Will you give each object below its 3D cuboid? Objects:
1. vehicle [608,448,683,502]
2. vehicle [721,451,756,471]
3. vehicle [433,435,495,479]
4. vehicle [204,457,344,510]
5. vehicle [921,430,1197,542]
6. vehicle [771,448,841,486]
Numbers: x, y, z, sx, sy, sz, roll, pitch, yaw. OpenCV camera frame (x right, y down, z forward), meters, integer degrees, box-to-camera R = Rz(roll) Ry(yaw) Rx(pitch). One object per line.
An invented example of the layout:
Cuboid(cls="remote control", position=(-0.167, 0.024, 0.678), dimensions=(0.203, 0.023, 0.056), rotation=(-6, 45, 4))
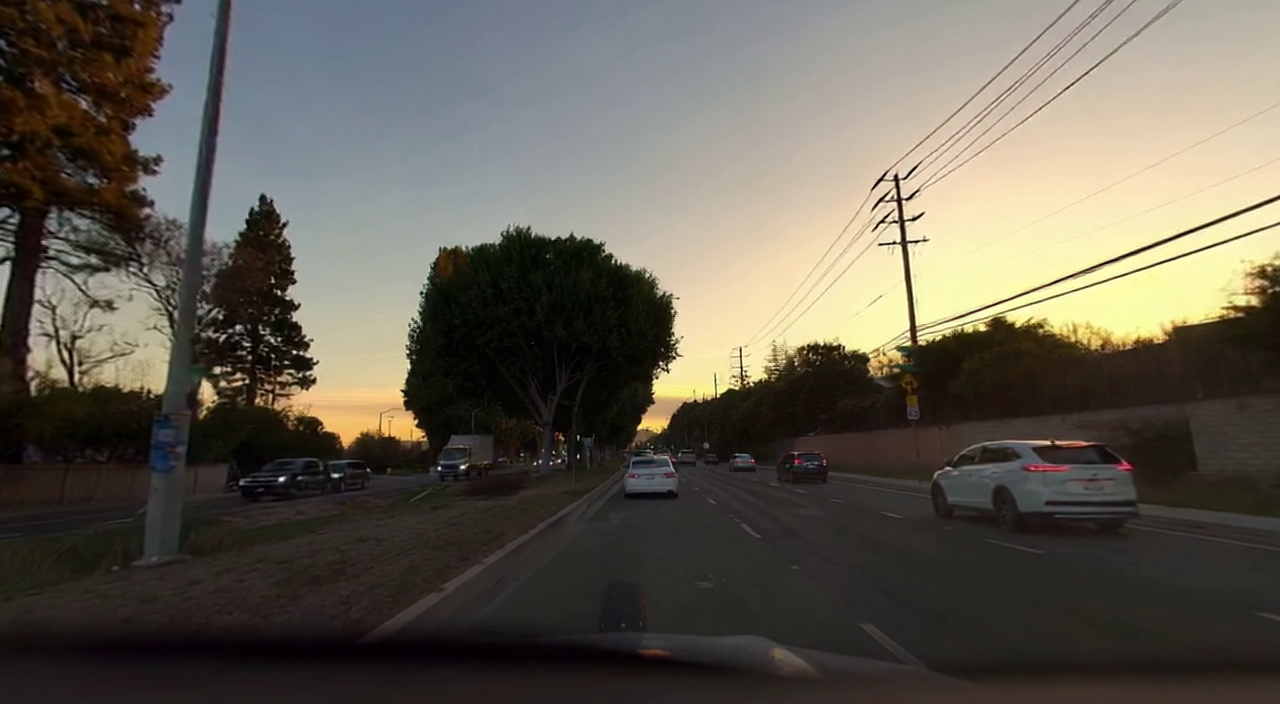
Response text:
Cuboid(cls="vehicle", position=(0.177, 3.772, 19.847), dimensions=(2.108, 1.479, 3.935), rotation=(0, -8, 1))
Cuboid(cls="vehicle", position=(7.756, 8.568, 49.950), dimensions=(1.899, 1.458, 4.499), rotation=(0, -8, -1))
Cuboid(cls="vehicle", position=(-11.992, 7.197, 43.550), dimensions=(2.276, 2.762, 6.504), rotation=(0, -8, 1))
Cuboid(cls="vehicle", position=(-12.122, 4.359, 21.338), dimensions=(1.942, 1.481, 4.621), rotation=(0, -8, 0))
Cuboid(cls="vehicle", position=(7.329, 2.350, 11.800), dimensions=(1.983, 1.649, 4.557), rotation=(0, -8, 0))
Cuboid(cls="vehicle", position=(7.294, 5.057, 28.141), dimensions=(1.850, 1.480, 4.474), rotation=(0, -8, -1))
